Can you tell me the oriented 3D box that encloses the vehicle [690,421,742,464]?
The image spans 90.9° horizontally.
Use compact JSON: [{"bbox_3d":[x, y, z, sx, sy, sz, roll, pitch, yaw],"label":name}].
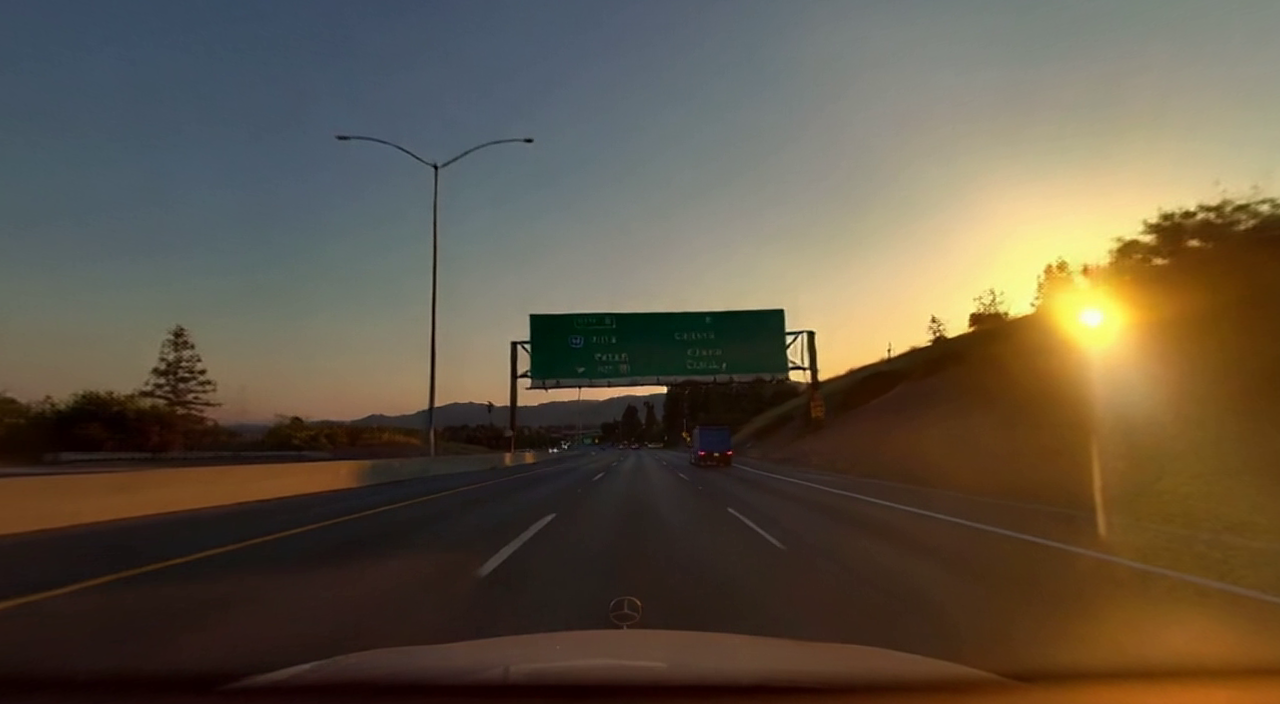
[{"bbox_3d":[4.641,5.728,39.760,2.430,2.495,6.062,0,-8,-1],"label":"vehicle"}]
